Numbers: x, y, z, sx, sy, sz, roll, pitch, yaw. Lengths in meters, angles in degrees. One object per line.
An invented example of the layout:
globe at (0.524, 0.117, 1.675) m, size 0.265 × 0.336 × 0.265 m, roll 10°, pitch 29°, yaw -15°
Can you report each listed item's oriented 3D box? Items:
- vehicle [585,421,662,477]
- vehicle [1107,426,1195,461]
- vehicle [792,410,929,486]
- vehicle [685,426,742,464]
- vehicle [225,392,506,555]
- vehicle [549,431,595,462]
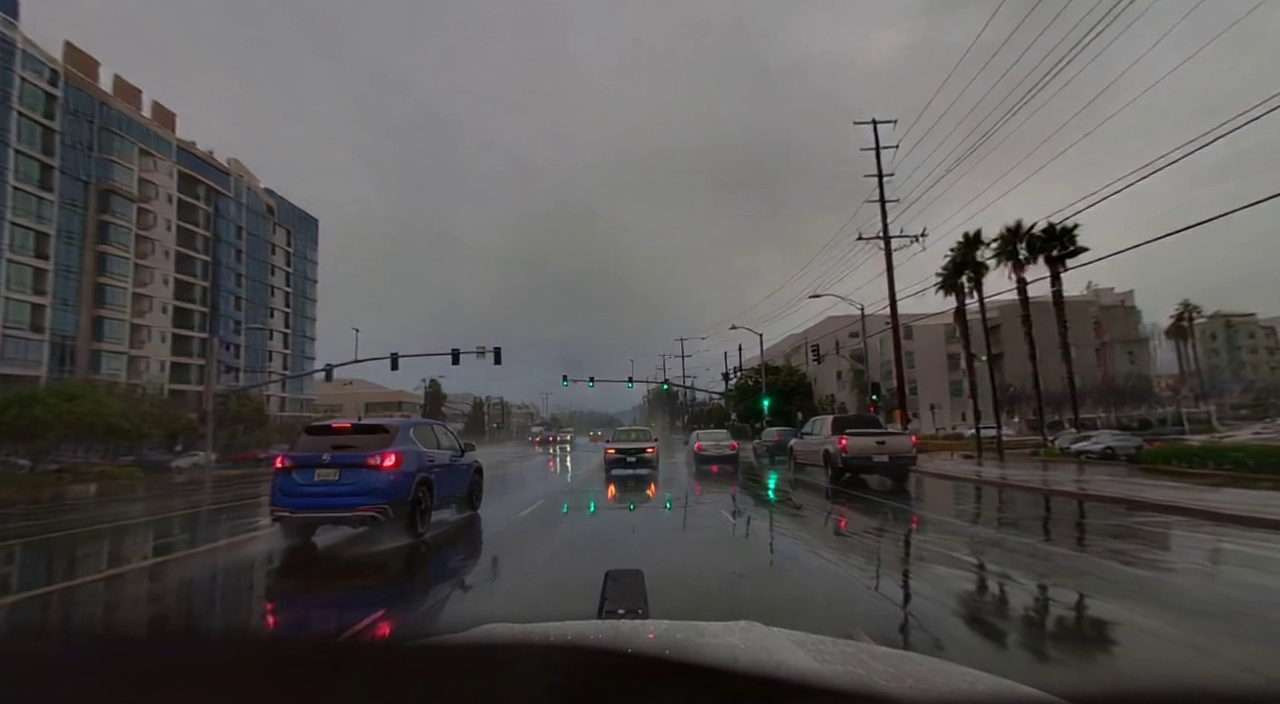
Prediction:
vehicle at (-0.548, 3.262, 21.312) m, size 2.302 × 1.681 × 4.217 m, roll 0°, pitch -8°, yaw -1°
vehicle at (23.942, 4.324, 29.824) m, size 2.020 × 1.501 × 4.732 m, roll -4°, pitch -9°, yaw 24°
vehicle at (6.418, 2.903, 19.231) m, size 2.130 × 1.979 × 5.310 m, roll 0°, pitch -8°, yaw -1°
vehicle at (3.204, 4.149, 28.195) m, size 1.975 × 1.598 × 4.025 m, roll 0°, pitch -8°, yaw -1°
vehicle at (-3.495, 1.665, 9.237) m, size 2.136 × 1.779 × 4.417 m, roll 0°, pitch -8°, yaw 0°
vehicle at (-3.457, 4.927, 32.818) m, size 1.973 × 1.504 × 3.895 m, roll 0°, pitch -8°, yaw 0°
